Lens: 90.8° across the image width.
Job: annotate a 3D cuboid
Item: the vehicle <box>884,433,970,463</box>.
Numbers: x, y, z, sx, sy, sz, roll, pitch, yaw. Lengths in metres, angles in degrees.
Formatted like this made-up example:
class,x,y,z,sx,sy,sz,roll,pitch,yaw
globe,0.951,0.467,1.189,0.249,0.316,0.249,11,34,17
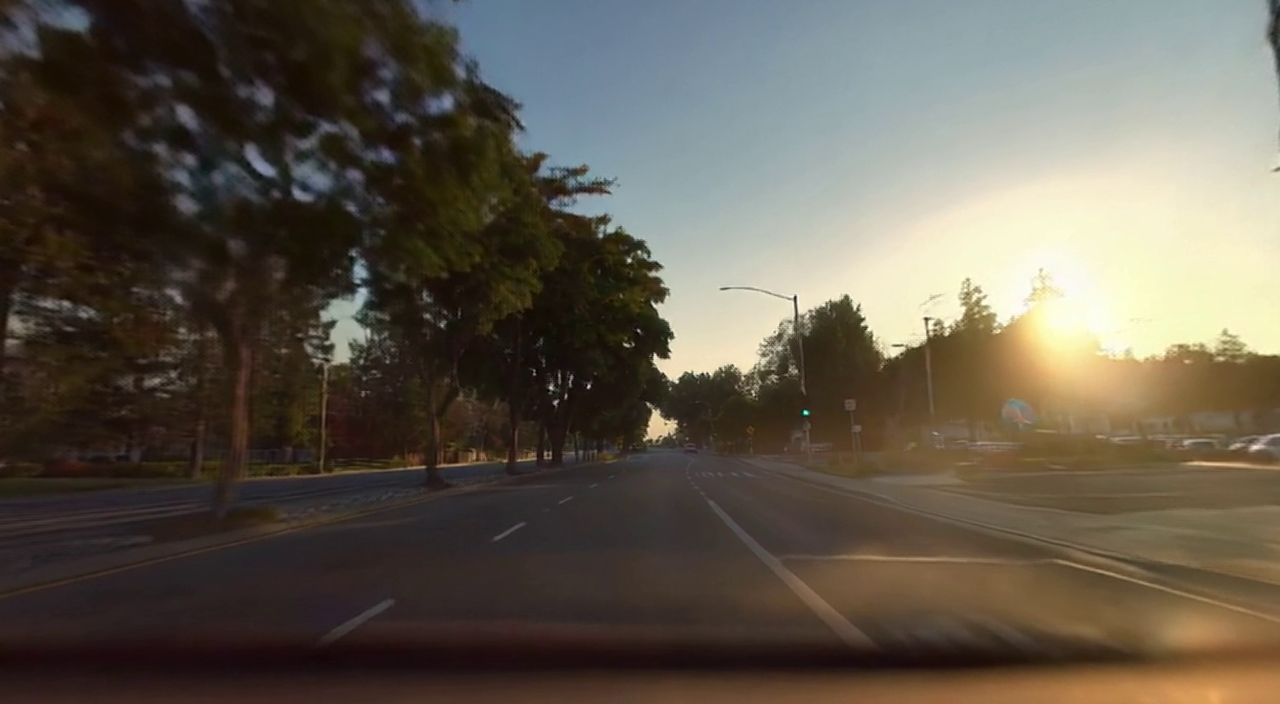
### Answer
class,x,y,z,sx,sy,sz,roll,pitch,yaw
vehicle,18.678,6.272,41.200,4.543,1.838,2.127,1,-9,-7

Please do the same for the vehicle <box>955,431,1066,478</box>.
class,x,y,z,sx,sy,sz,roll,pitch,yaw
vehicle,13.716,3.831,23.294,4.744,1.475,2.008,9,-16,-41
